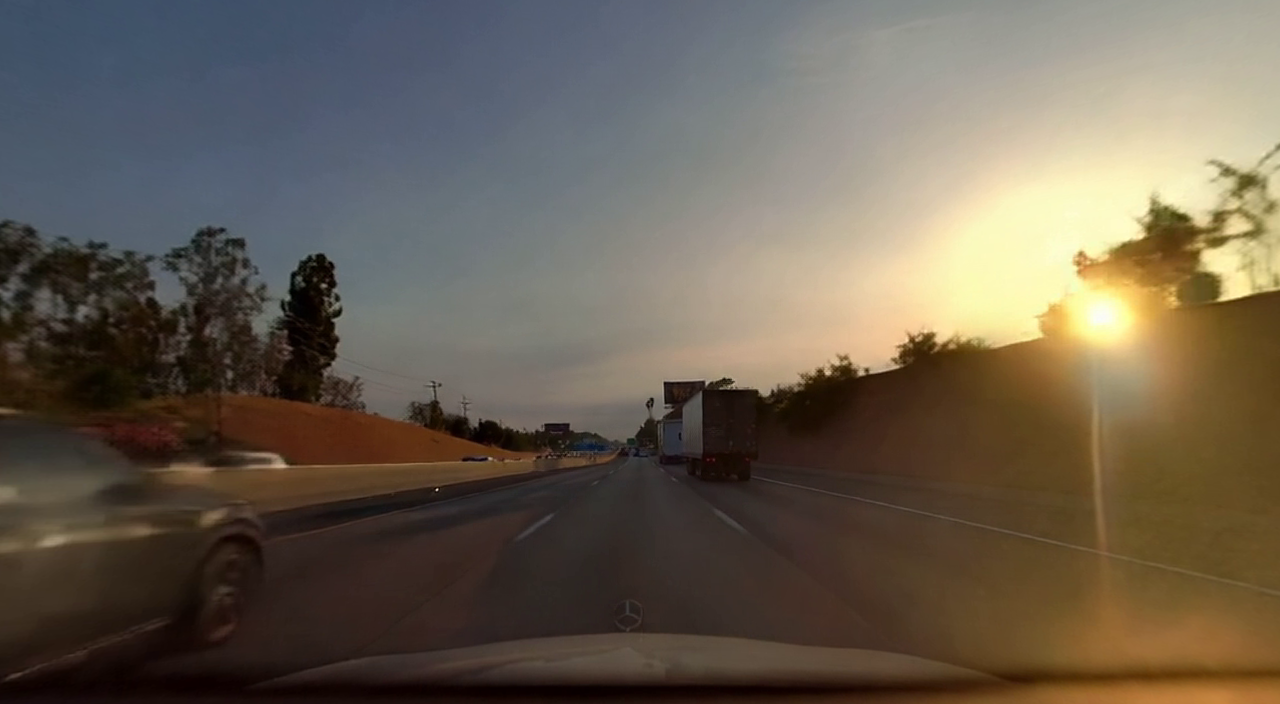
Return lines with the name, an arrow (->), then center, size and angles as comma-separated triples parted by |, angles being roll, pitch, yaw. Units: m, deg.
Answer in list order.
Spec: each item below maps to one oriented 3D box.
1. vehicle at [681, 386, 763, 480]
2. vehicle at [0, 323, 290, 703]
vehicle -> 4.172, 4.762, 35.726 | 2.826, 4.269, 14.176 | 0, -9, 0
vehicle -> -3.642, 0.712, 1.957 | 2.291, 1.788, 4.825 | 0, -9, 0
